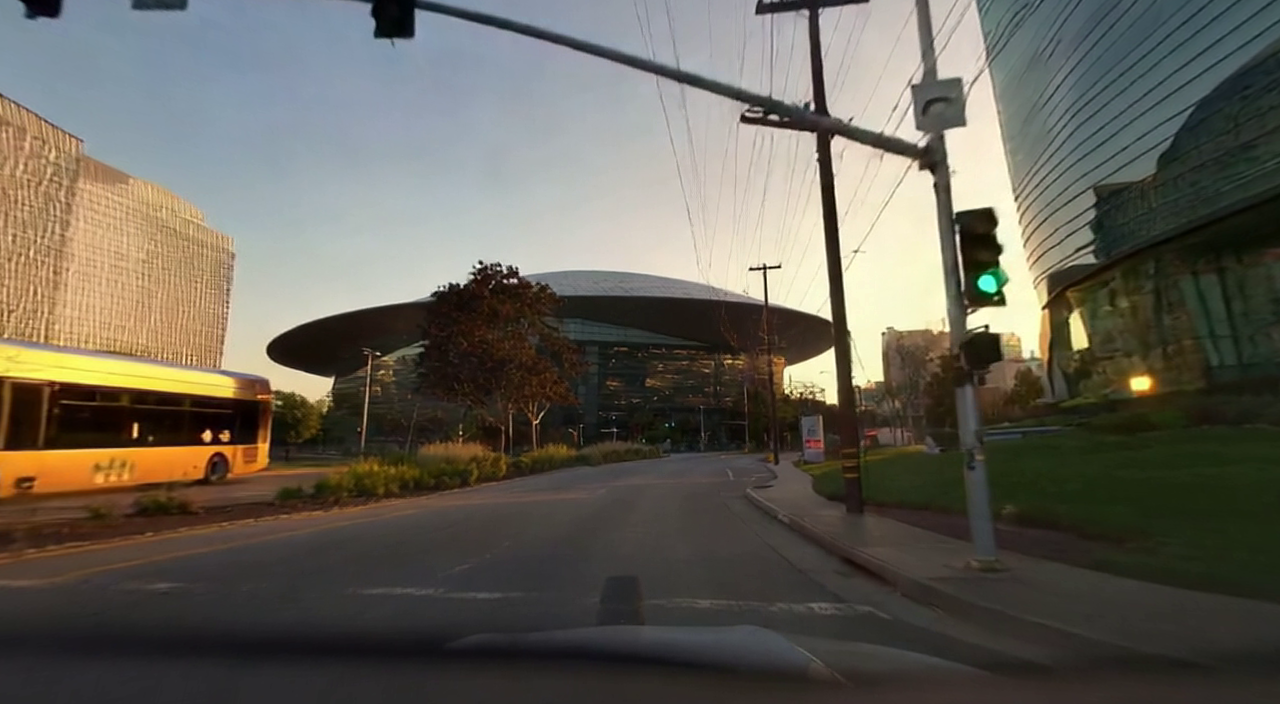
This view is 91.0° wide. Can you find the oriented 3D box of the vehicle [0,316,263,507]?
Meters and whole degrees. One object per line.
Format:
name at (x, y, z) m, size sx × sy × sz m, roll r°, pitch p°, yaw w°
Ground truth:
vehicle at (-15.170, 1.730, 16.625) m, size 3.014 × 4.047 × 11.442 m, roll 0°, pitch -9°, yaw 2°
